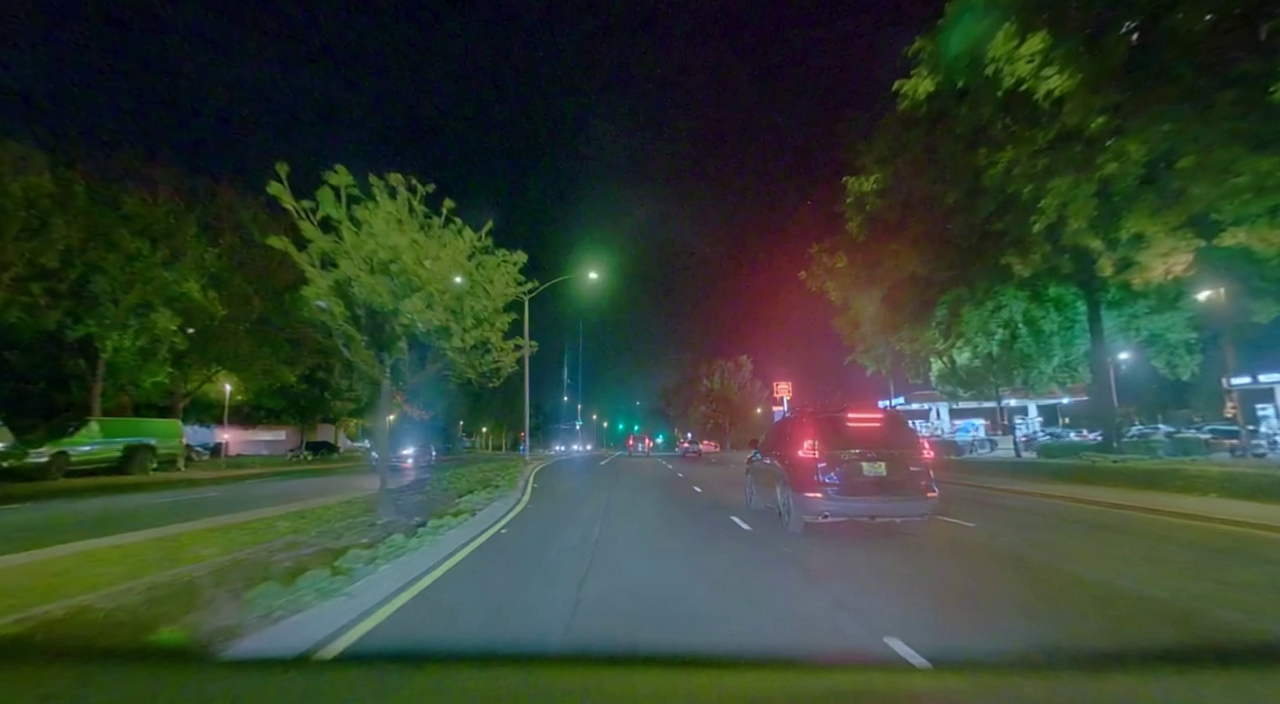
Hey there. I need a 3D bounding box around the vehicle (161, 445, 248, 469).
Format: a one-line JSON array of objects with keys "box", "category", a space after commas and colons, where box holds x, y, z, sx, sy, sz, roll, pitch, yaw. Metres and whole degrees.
[{"box": [-29.303, 7.060, 42.660, 4.343, 1.535, 2.015, 3, -9, -21], "category": "vehicle"}]

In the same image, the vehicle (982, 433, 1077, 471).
[{"box": [18.305, 4.665, 29.682, 4.049, 1.671, 1.868, 4, -9, -28], "category": "vehicle"}]

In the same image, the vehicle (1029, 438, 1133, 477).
[{"box": [18.546, 4.384, 26.501, 4.582, 1.491, 2.032, 6, -10, -35], "category": "vehicle"}]

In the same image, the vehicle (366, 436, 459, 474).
[{"box": [-9.078, 4.147, 25.653, 2.131, 1.378, 4.391, 0, -8, 0], "category": "vehicle"}]

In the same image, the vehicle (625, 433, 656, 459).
[{"box": [-0.008, 6.658, 44.866, 2.101, 1.707, 3.904, 0, -8, 0], "category": "vehicle"}]

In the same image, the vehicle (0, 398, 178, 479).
[{"box": [-28.474, 4.492, 32.560, 2.632, 3.533, 8.615, -2, -8, 1], "category": "vehicle"}]

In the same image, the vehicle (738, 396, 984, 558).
[{"box": [3.037, 1.845, 10.090, 2.038, 1.917, 4.900, 0, -8, -1], "category": "vehicle"}]

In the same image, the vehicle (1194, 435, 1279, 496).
[{"box": [18.637, 3.364, 19.182, 4.933, 1.472, 2.039, 4, -11, -43], "category": "vehicle"}]

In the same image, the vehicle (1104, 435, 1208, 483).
[{"box": [19.006, 3.869, 23.216, 4.052, 1.583, 1.954, 6, -10, -37], "category": "vehicle"}]

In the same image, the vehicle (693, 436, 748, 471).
[{"box": [3.625, 4.651, 29.137, 1.861, 1.478, 4.185, 0, -8, -2], "category": "vehicle"}]
